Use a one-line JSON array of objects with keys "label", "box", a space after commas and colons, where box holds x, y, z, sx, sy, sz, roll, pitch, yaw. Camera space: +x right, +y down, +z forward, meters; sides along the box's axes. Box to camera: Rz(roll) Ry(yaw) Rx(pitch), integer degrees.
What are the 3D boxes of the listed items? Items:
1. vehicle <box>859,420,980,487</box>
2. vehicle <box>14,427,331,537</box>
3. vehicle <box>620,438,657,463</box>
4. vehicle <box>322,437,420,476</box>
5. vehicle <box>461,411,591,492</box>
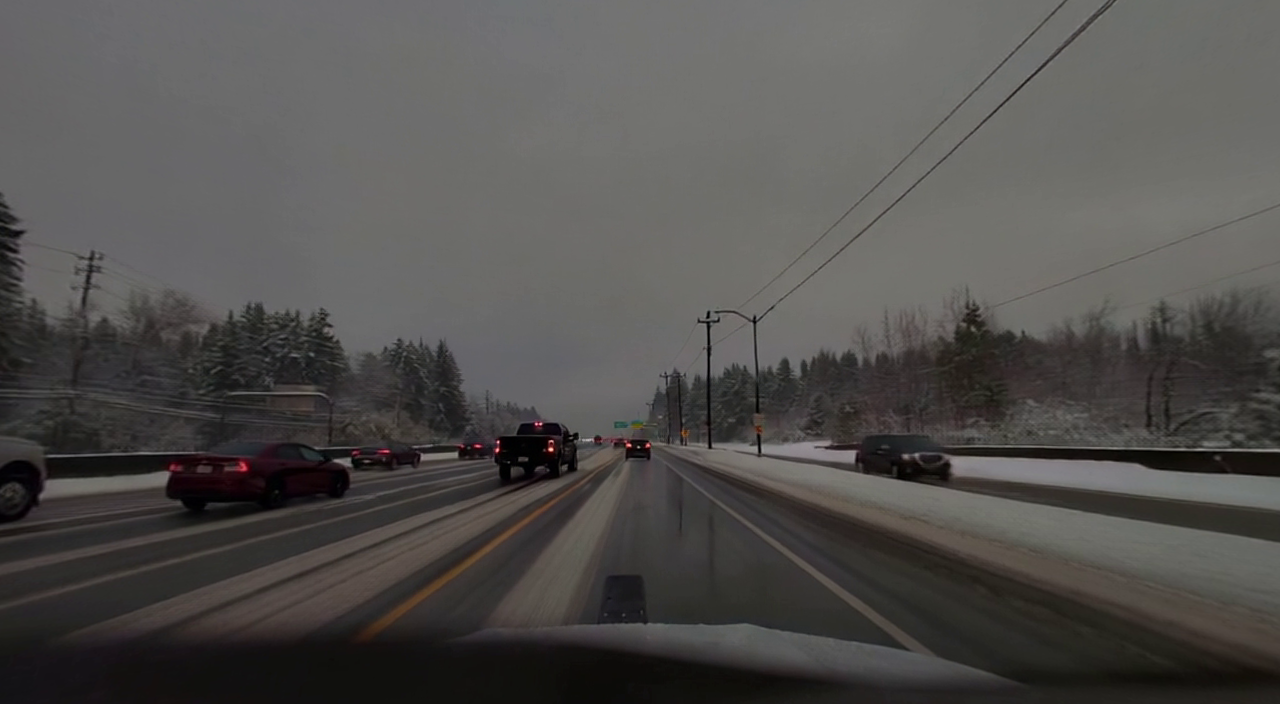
[{"label": "vehicle", "box": [11.091, 4.071, 25.545, 2.244, 2.374, 5.762, 0, -8, 0]}, {"label": "vehicle", "box": [-7.490, 2.094, 10.827, 1.964, 1.481, 4.425, 0, -8, 2]}, {"label": "vehicle", "box": [-0.011, 5.986, 38.213, 2.013, 1.444, 4.447, -1, -8, 3]}, {"label": "vehicle", "box": [-10.966, 4.284, 26.022, 1.884, 1.453, 4.579, 0, -8, 2]}, {"label": "vehicle", "box": [-3.230, 3.079, 19.723, 2.815, 2.092, 6.526, 0, -8, 0]}]
